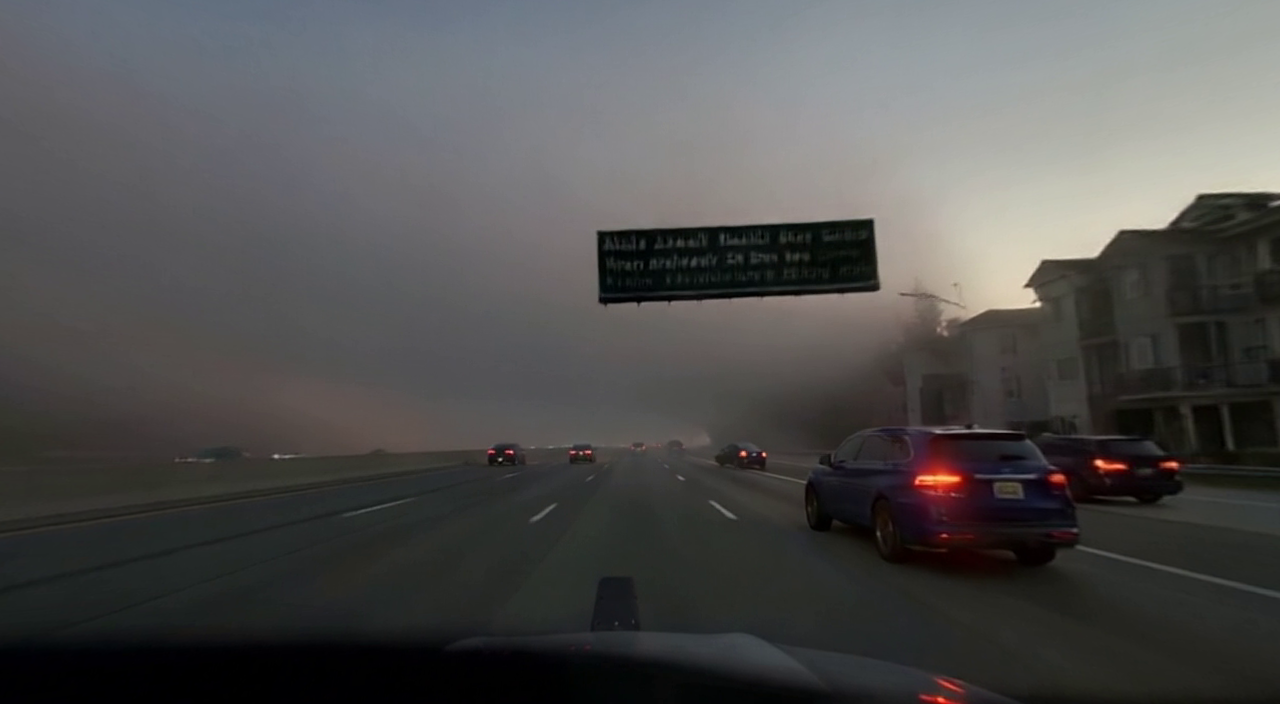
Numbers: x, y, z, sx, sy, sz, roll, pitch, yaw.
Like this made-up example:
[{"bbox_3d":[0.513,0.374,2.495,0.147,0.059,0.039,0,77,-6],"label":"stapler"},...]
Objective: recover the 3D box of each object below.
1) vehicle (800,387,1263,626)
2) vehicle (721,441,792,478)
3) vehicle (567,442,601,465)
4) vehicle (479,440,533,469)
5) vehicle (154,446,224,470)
[{"bbox_3d":[3.359,1.419,6.731,2.080,1.694,4.286,0,-9,-1],"label":"vehicle"},{"bbox_3d":[4.883,4.565,27.150,2.061,1.459,4.273,1,-9,-3],"label":"vehicle"},{"bbox_3d":[-3.764,6.897,43.197,2.002,1.466,4.378,0,-9,0],"label":"vehicle"},{"bbox_3d":[-7.551,5.827,36.055,2.021,1.496,4.495,0,-9,1],"label":"vehicle"},{"bbox_3d":[-31.131,7.301,43.704,1.806,1.503,4.039,0,-9,0],"label":"vehicle"}]
